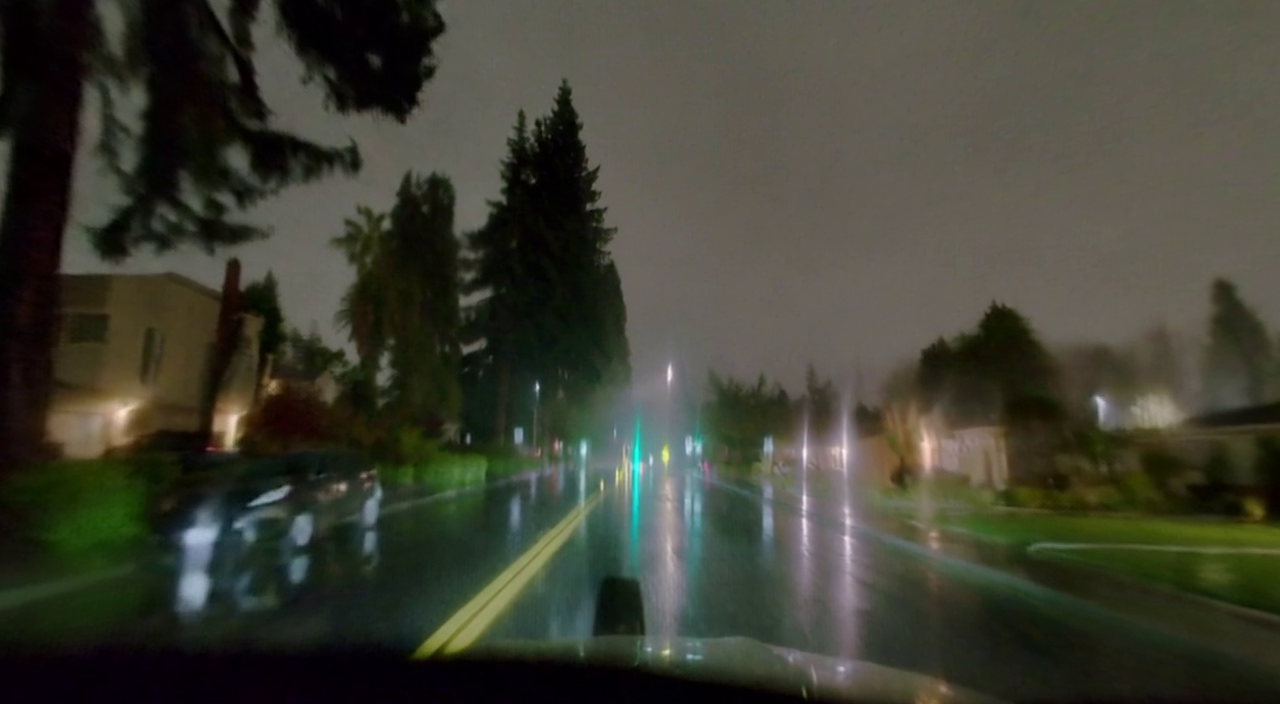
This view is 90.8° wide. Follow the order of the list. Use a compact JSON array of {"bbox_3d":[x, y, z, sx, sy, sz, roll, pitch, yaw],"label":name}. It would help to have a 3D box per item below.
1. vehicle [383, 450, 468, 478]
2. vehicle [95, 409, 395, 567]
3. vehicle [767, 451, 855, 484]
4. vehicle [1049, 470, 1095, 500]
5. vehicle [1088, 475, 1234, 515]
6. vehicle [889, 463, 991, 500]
[{"bbox_3d":[-15.637,8.083,45.860,6.072,1.882,2.277,-5,-10,29],"label":"vehicle"},{"bbox_3d":[-5.905,2.225,10.297,1.924,1.765,4.542,-7,-13,0],"label":"vehicle"},{"bbox_3d":[10.877,7.350,40.225,4.854,1.771,2.123,-9,-11,28],"label":"vehicle"},{"bbox_3d":[26.999,8.284,39.514,1.916,1.620,3.519,-4,-9,28],"label":"vehicle"},{"bbox_3d":[21.672,5.958,26.524,4.337,1.453,1.814,-6,-11,29],"label":"vehicle"},{"bbox_3d":[14.483,6.198,30.510,4.231,1.493,1.941,-4,-10,29],"label":"vehicle"}]
